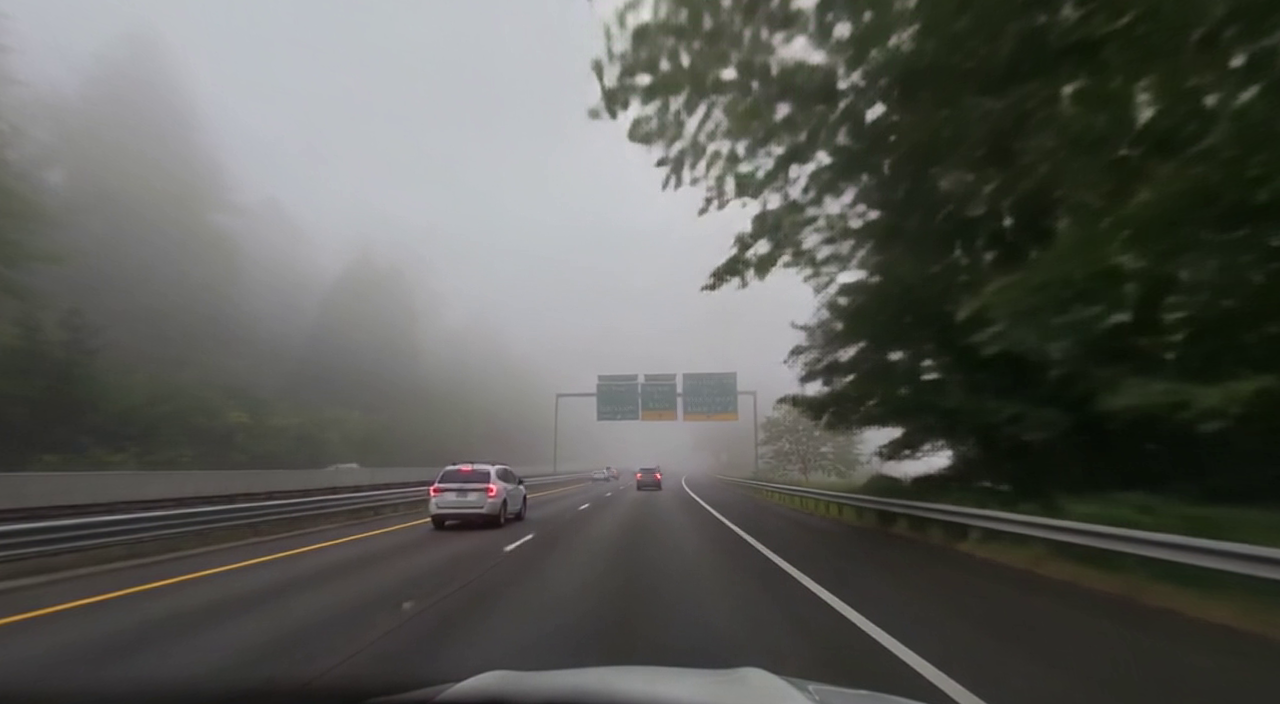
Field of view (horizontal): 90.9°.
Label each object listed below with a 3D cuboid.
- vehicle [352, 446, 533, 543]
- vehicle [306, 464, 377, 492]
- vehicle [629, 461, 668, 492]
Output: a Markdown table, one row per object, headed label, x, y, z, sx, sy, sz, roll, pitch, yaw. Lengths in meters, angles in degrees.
| label | x | y | z | sx | sy | sz | roll | pitch | yaw |
| --- | --- | --- | --- | --- | --- | --- | --- | --- | --- |
| vehicle | -3.710 | 2.827 | 12.958 | 2.063 | 1.556 | 4.740 | 1 | -10 | 1 |
| vehicle | -18.169 | 7.669 | 38.546 | 1.962 | 1.525 | 4.395 | 1 | -10 | 3 |
| vehicle | 0.552 | 7.117 | 36.113 | 2.000 | 1.594 | 3.996 | 1 | -10 | 3 |
